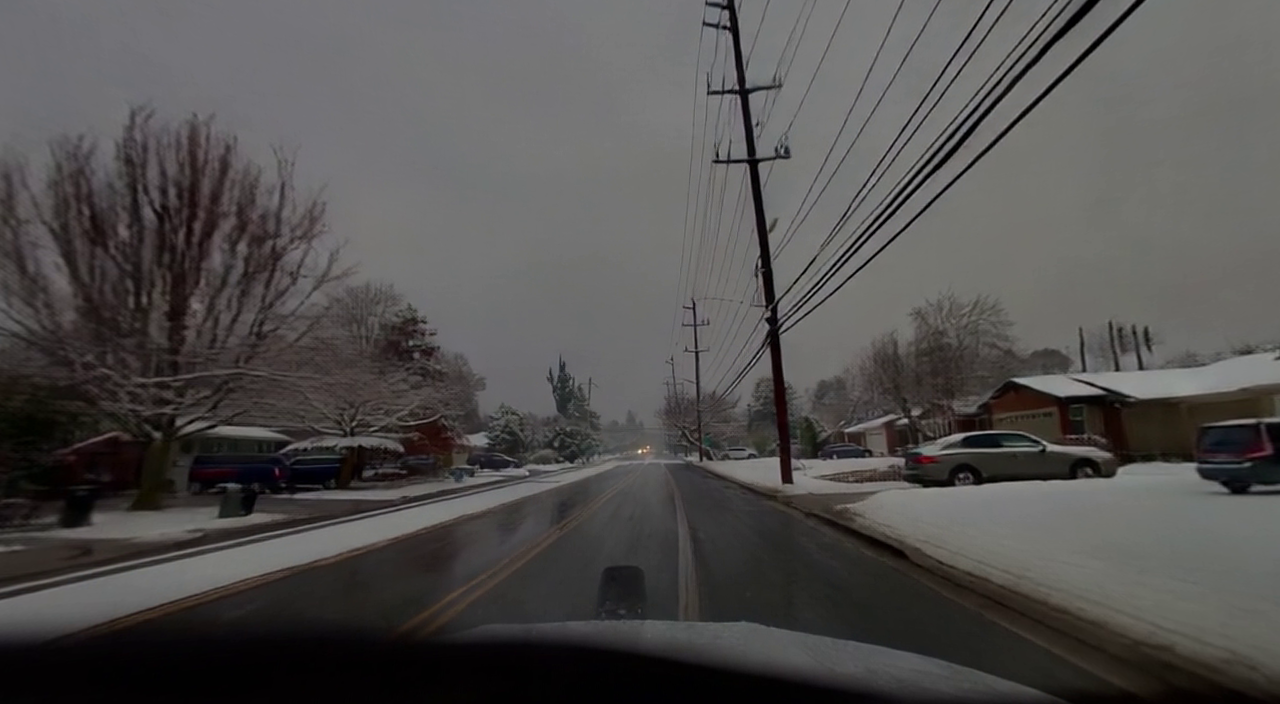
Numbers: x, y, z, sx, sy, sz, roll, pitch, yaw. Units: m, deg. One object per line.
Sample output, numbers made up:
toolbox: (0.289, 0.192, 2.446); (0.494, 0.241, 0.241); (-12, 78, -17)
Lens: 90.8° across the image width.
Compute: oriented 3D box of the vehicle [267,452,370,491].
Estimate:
vehicle: (-15.436, 5.730, 30.398); (4.265, 1.583, 1.913); (-5, -9, 17)

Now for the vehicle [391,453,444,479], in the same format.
vehicle: (-15.109, 7.755, 43.119); (1.816, 1.614, 4.866); (0, -9, 0)

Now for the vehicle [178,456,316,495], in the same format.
vehicle: (-16.586, 5.212, 26.854); (4.519, 1.508, 2.018); (0, -9, 2)

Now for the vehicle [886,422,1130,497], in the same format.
vehicle: (9.266, 2.748, 16.296); (4.952, 1.775, 2.089); (0, -9, -1)

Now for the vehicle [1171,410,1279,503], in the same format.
vehicle: (12.987, 1.953, 11.902); (4.122, 1.610, 1.888); (0, -9, 2)
